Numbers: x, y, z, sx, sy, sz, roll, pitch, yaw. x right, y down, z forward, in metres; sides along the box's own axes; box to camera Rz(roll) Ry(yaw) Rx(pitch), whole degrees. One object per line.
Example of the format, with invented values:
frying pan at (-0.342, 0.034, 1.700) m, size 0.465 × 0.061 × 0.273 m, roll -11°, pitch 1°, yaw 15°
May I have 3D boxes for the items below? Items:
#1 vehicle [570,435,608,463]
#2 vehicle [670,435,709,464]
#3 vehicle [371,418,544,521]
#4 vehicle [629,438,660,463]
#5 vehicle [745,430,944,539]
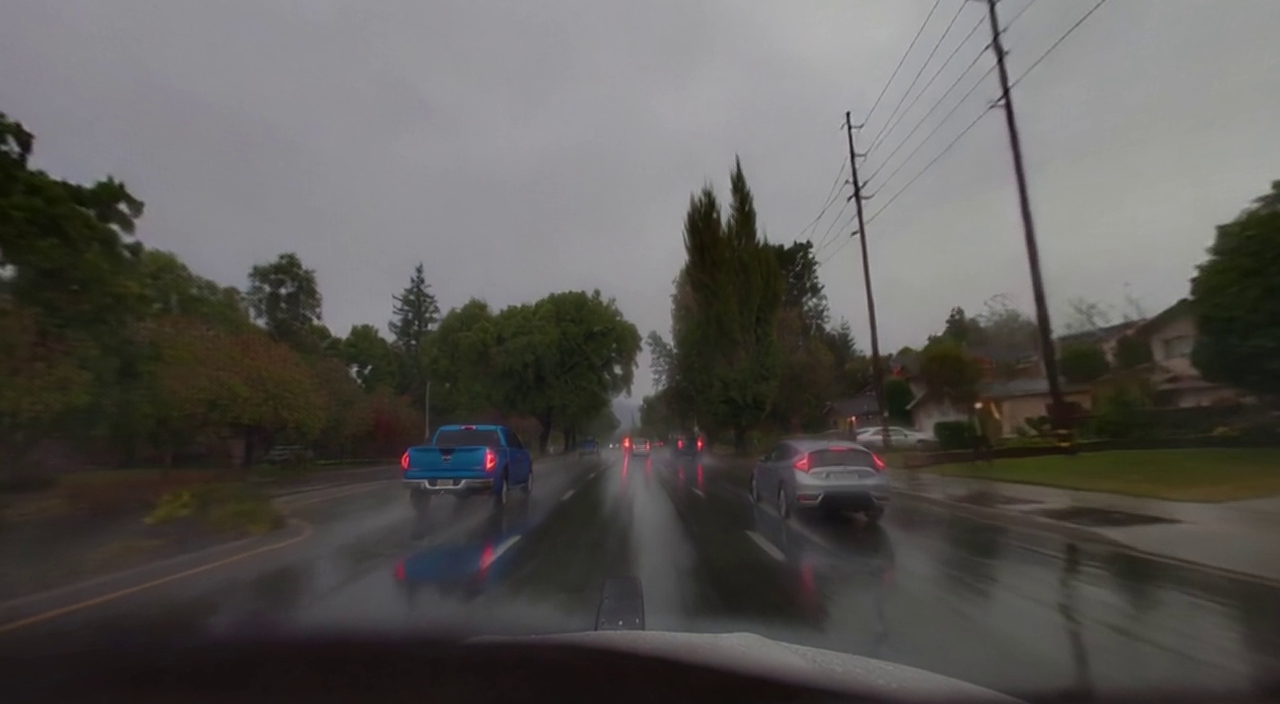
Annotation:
vehicle at (-3.502, 6.785, 44.239) m, size 2.218 × 1.829 × 4.492 m, roll 0°, pitch -8°, yaw 0°
vehicle at (3.291, 6.587, 42.963) m, size 2.099 × 1.845 × 4.363 m, roll 0°, pitch -8°, yaw -2°
vehicle at (-3.524, 2.400, 13.475) m, size 2.111 × 1.745 × 5.274 m, roll 0°, pitch -8°, yaw 0°
vehicle at (0.238, 6.713, 43.216) m, size 1.997 × 1.636 × 3.760 m, roll 0°, pitch -8°, yaw -2°
vehicle at (3.138, 2.120, 10.753) m, size 1.884 × 1.463 × 4.195 m, roll 0°, pitch -8°, yaw -1°
